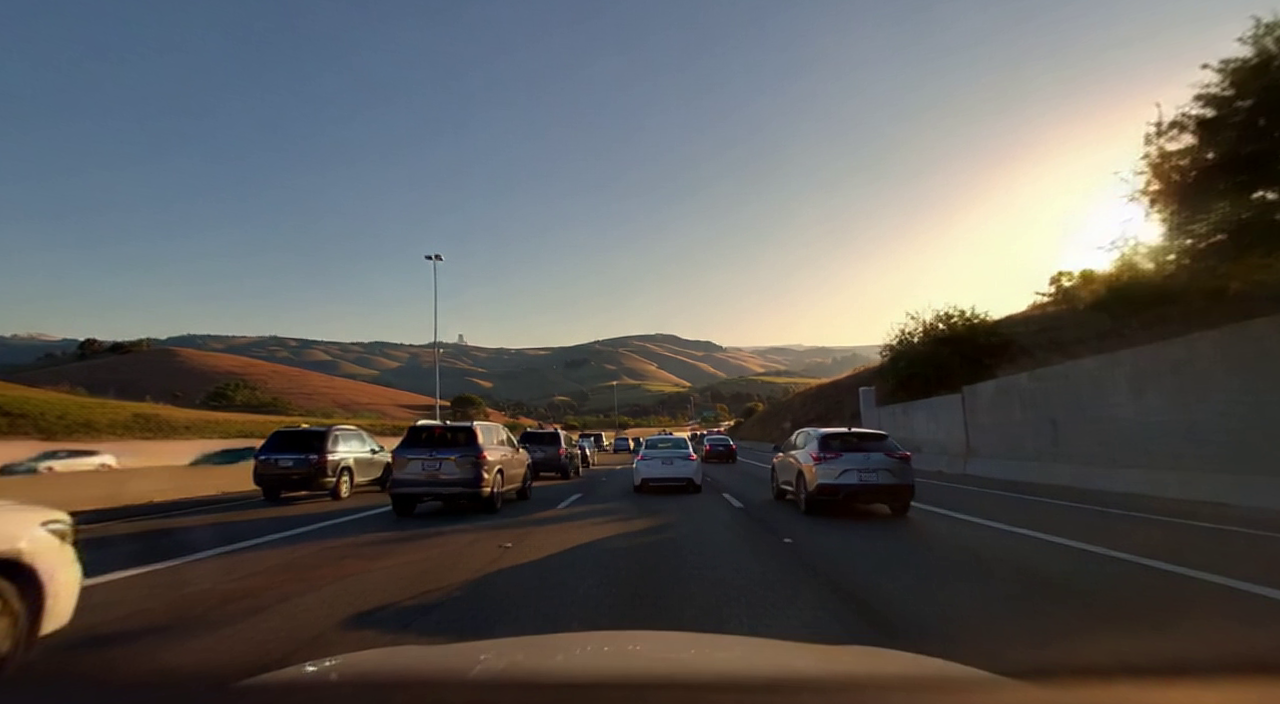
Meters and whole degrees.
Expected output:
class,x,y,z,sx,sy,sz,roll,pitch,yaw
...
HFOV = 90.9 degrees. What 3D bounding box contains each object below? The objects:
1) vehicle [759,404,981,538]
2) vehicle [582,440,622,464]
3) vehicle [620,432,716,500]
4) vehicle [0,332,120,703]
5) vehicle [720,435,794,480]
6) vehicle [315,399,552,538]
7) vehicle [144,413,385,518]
class,x,y,z,sx,sy,sz,roll,pitch,yaw
vehicle,3.481,1.906,10.688,2.046,1.765,4.534,0,-8,0
vehicle,-2.272,6.113,38.664,1.973,1.378,3.677,-1,-8,4
vehicle,0.651,2.820,16.022,2.105,1.471,4.349,0,-8,1
vehicle,-3.604,0.541,0.728,2.179,1.723,4.410,0,-8,1
vehicle,4.157,3.832,23.135,1.930,1.474,4.376,0,-8,1
vehicle,-3.228,1.987,11.440,2.301,1.902,5.374,0,-8,2
vehicle,-7.476,2.308,13.347,2.017,1.810,4.782,0,-8,2
